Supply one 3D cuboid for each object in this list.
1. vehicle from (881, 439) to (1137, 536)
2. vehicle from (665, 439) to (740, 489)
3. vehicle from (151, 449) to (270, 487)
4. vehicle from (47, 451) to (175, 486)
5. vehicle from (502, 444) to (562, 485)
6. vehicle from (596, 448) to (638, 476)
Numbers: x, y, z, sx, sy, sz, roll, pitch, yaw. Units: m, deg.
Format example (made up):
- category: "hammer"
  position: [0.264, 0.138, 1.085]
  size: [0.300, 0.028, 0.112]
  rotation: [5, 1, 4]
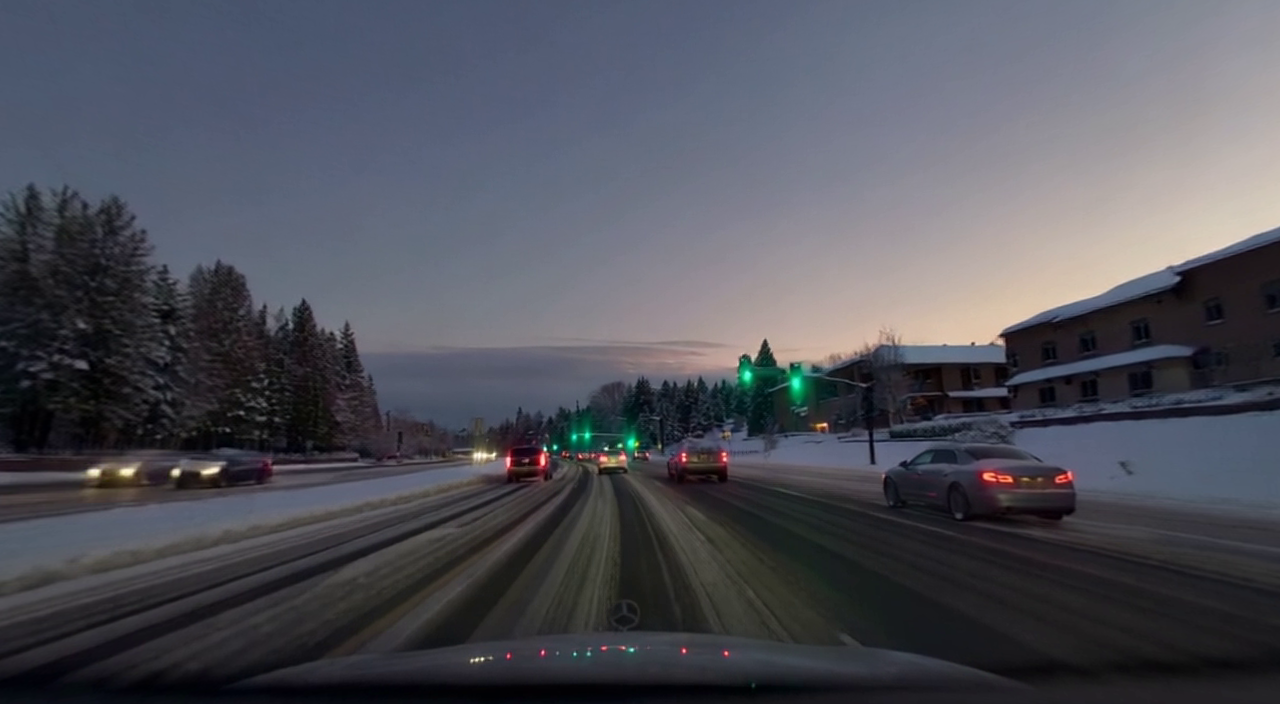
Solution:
- category: "vehicle"
  position: [6.301, 2.330, 11.540]
  size: [1.945, 1.408, 4.288]
  rotation: [0, -8, -3]
- category: "vehicle"
  position: [2.271, 4.230, 24.253]
  size: [2.161, 1.716, 4.194]
  rotation: [0, -8, -4]
- category: "vehicle"
  position: [-18.548, 4.990, 27.638]
  size: [1.918, 1.469, 4.780]
  rotation: [0, -8, -1]
- category: "vehicle"
  position: [-25.004, 5.512, 30.157]
  size: [2.016, 1.475, 4.706]
  rotation: [0, -8, 0]
- category: "vehicle"
  position: [-4.791, 5.027, 28.621]
  size: [2.172, 1.671, 4.175]
  rotation: [0, -8, -3]
- category: "vehicle"
  position: [-1.380, 6.251, 36.236]
  size: [2.155, 1.486, 4.403]
  rotation: [1, -8, -5]
